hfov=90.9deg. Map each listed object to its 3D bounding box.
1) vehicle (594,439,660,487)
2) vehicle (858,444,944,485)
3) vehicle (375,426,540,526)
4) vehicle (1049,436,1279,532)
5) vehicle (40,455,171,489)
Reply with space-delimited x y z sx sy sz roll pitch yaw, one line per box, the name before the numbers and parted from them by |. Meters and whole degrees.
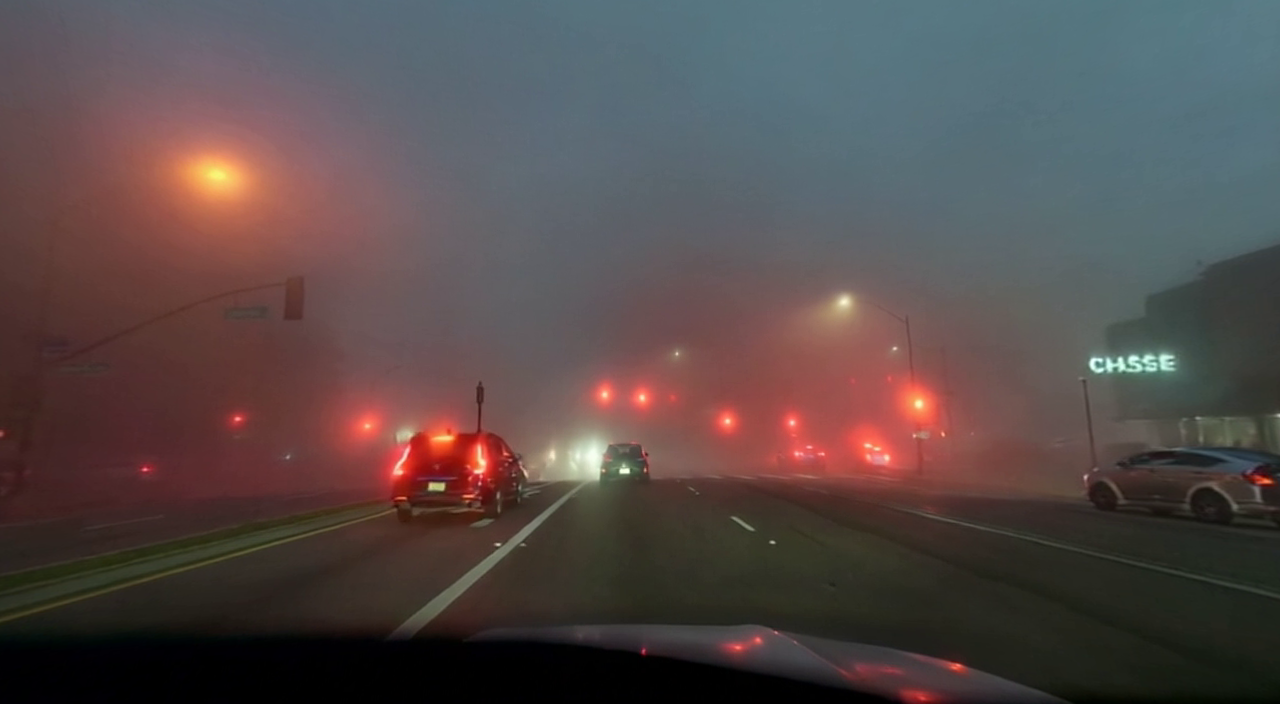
vehicle | -0.457 3.801 21.918 2.059 1.477 3.988 0 -8 -1
vehicle | 10.970 4.720 26.798 1.935 1.435 4.141 3 -8 1
vehicle | -3.497 2.465 13.133 2.057 1.678 4.639 0 -8 0
vehicle | 10.251 2.376 12.030 1.936 1.474 4.331 0 -8 0
vehicle | -26.724 5.981 31.744 4.687 1.482 1.914 5 -10 -30
